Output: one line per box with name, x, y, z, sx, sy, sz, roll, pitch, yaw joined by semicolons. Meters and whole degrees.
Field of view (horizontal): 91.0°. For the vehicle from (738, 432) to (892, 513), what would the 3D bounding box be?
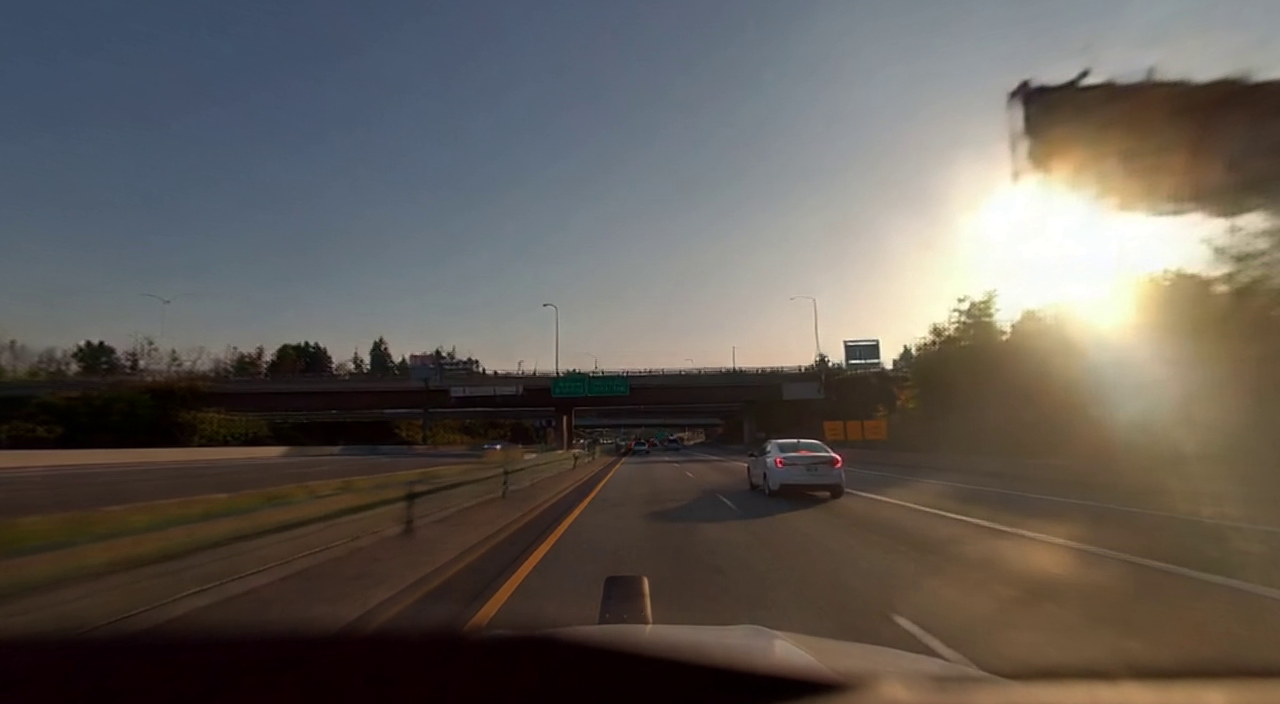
vehicle;3.587;2.560;13.943;2.091;1.482;4.522;0;-8;0
